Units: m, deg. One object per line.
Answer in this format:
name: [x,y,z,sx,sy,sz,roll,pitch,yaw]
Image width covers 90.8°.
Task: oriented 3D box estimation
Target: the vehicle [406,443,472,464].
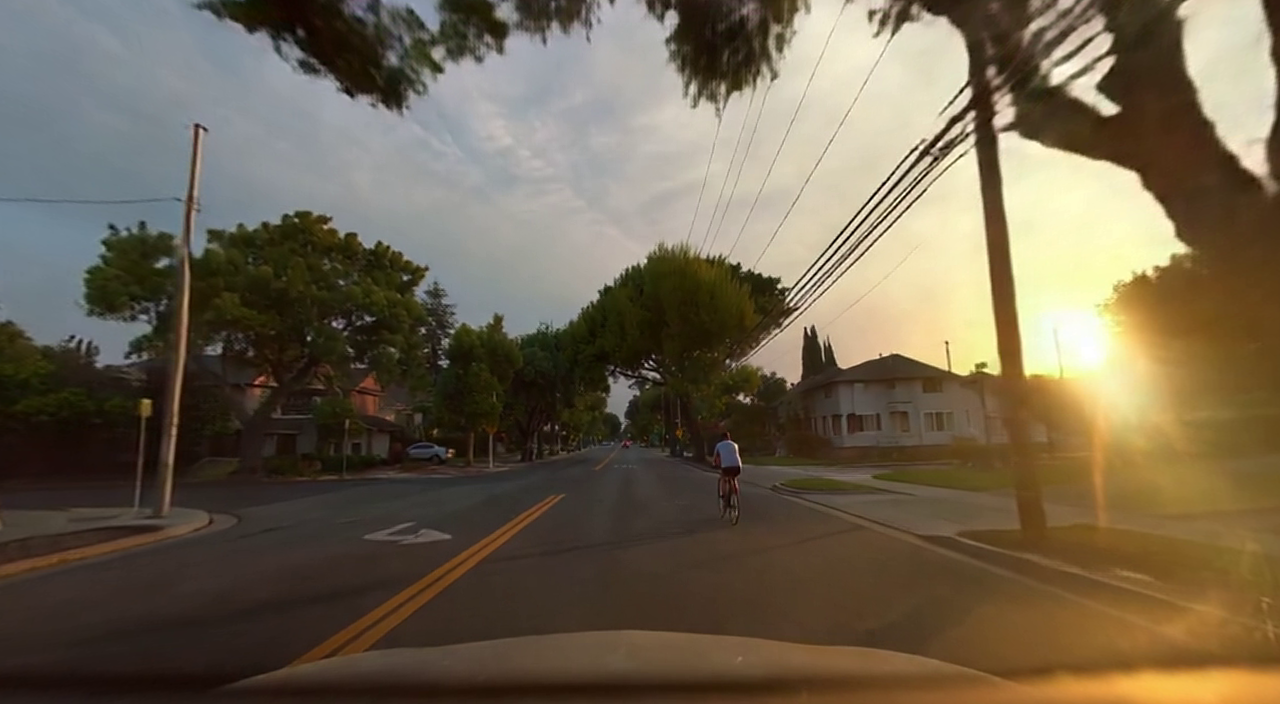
vehicle: [-14.472,7.321,45.597,4.143,1.480,1.755,0,-8,-2]
